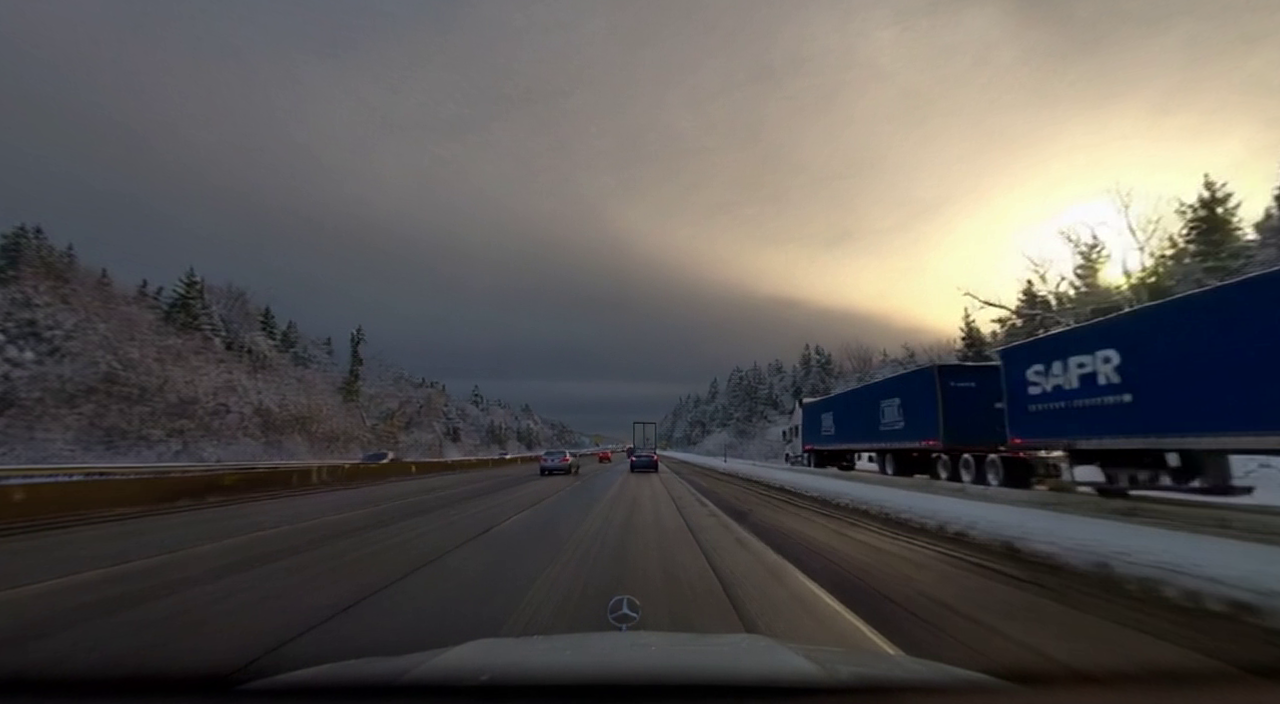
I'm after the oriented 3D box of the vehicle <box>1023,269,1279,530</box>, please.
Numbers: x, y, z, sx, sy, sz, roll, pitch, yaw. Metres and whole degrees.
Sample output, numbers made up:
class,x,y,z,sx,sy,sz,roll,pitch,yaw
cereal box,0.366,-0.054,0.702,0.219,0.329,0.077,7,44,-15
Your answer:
class,x,y,z,sx,sy,sz,roll,pitch,yaw
vehicle,11.638,0.739,9.912,2.926,4.094,13.856,0,-9,2

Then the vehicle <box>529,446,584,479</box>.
class,x,y,z,sx,sy,sz,roll,pitch,yaw
vehicle,-4.017,5.385,31.020,2.018,1.504,4.431,0,-9,1

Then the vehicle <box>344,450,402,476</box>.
class,x,y,z,sx,sy,sz,roll,pitch,yaw
vehicle,-15.498,6.444,36.793,1.724,1.432,3.724,0,-9,0

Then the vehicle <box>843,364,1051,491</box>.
class,x,y,z,sx,sy,sz,roll,pitch,yaw
vehicle,11.536,3.164,25.311,3.020,4.143,9.468,1,-9,-4

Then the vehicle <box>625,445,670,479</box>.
class,x,y,z,sx,sy,sz,roll,pitch,yaw
vehicle,0.315,5.210,29.970,1.991,1.507,3.391,0,-9,-1
